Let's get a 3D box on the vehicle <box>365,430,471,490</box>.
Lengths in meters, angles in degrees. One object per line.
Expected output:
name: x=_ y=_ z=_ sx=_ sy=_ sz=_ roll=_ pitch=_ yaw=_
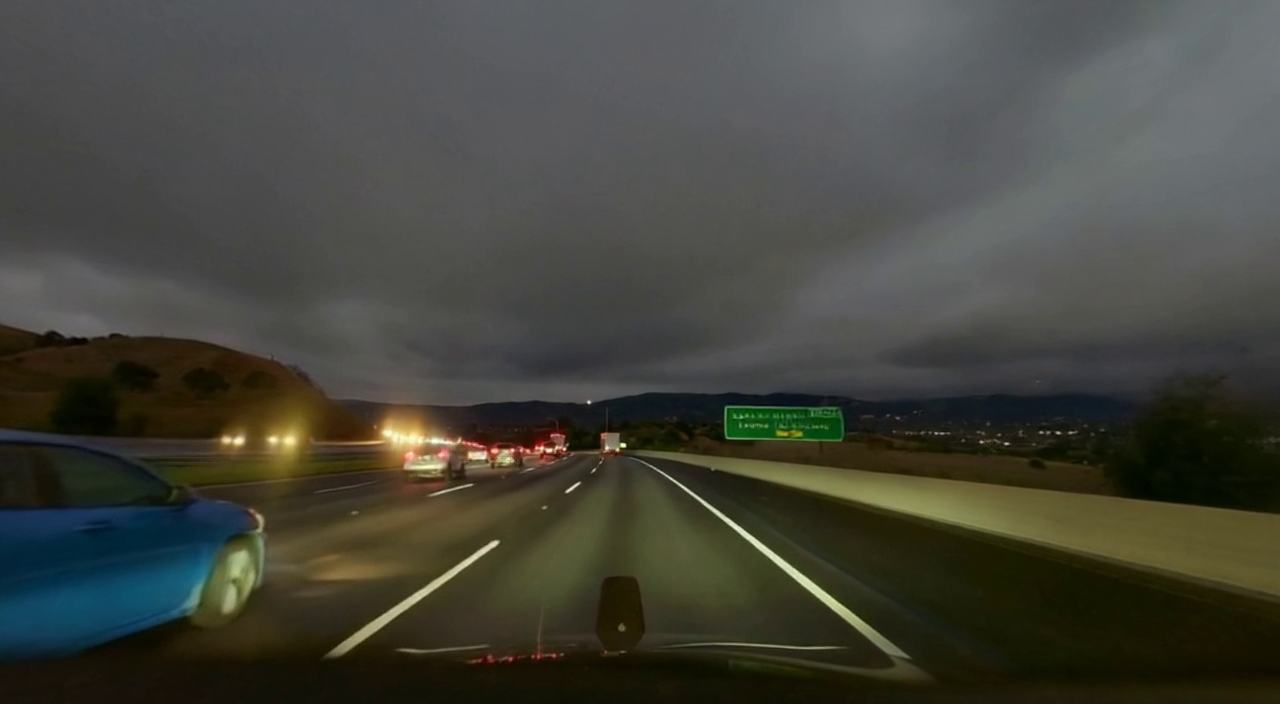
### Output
vehicle: x=-7.148 y=3.522 z=20.825 sx=2.081 sy=1.740 sz=4.268 roll=1 pitch=-9 yaw=-3

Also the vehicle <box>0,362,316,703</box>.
vehicle: x=-3.901 y=0.929 z=3.051 sx=2.180 sy=1.685 sz=4.668 roll=1 pitch=-9 yaw=0

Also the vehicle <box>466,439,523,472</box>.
vehicle: x=-7.901 y=5.666 z=34.703 sx=2.099 sy=1.644 sz=4.638 roll=1 pitch=-9 yaw=-1
